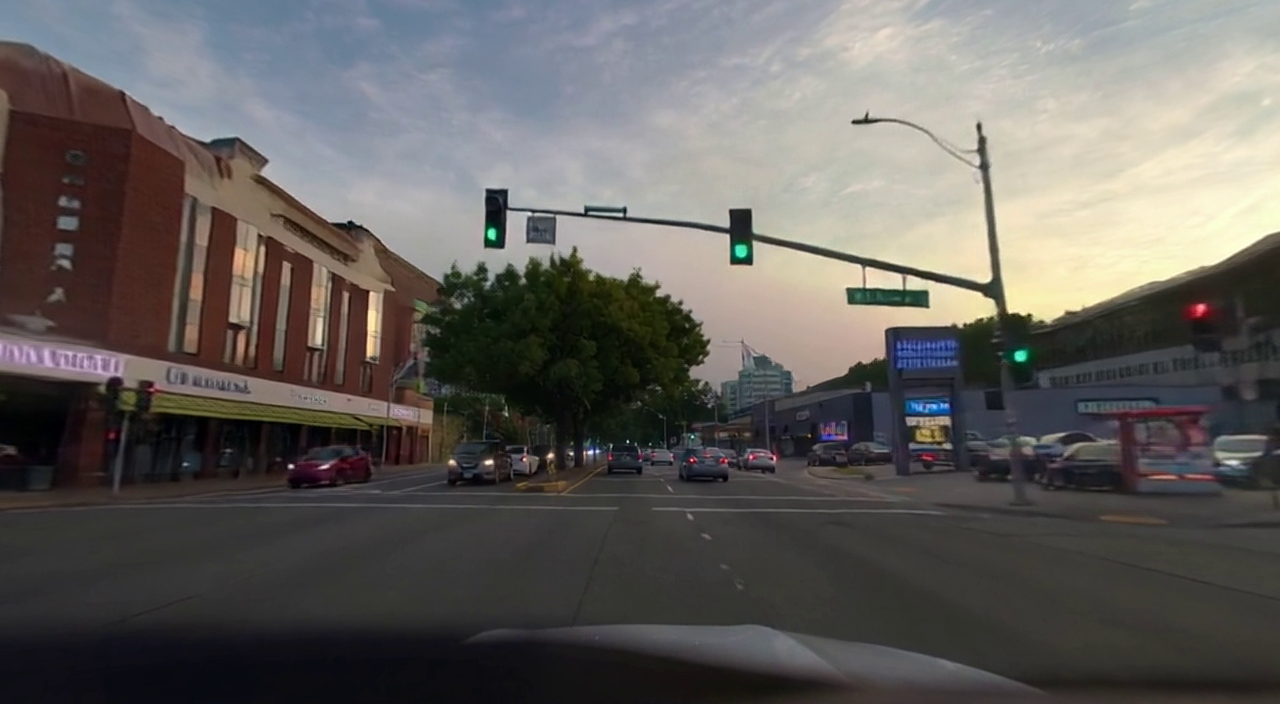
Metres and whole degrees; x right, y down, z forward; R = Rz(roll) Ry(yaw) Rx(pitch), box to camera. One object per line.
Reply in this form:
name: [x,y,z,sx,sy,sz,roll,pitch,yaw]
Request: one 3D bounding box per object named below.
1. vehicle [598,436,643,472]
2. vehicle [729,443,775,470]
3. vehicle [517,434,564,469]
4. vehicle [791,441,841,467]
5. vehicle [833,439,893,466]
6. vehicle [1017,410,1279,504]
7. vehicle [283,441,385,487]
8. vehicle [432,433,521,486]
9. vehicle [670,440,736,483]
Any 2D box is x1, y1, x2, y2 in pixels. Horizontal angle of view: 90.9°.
vehicle: [-1.046,5.576,34.693,2.301,1.837,4.411,0,-8,-1]
vehicle: [6.929,6.515,39.569,1.914,1.587,4.548,0,-8,-2]
vehicle: [-6.194,6.179,39.663,2.240,1.945,5.114,-1,-7,-1]
vehicle: [11.699,6.778,42.183,2.058,1.493,4.612,-2,-8,1]
vehicle: [14.766,6.652,42.061,2.007,1.642,5.001,-2,-8,-2]
vehicle: [12.111,2.531,15.543,2.304,1.907,4.844,0,-8,-5]
vehicle: [-12.791,4.688,26.724,2.106,1.779,4.467,0,-8,-1]
vehicle: [-6.037,3.981,23.938,2.242,1.740,4.659,-1,-7,-1]
vehicle: [2.374,4.272,24.950,2.046,1.540,3.883,0,-8,-3]
